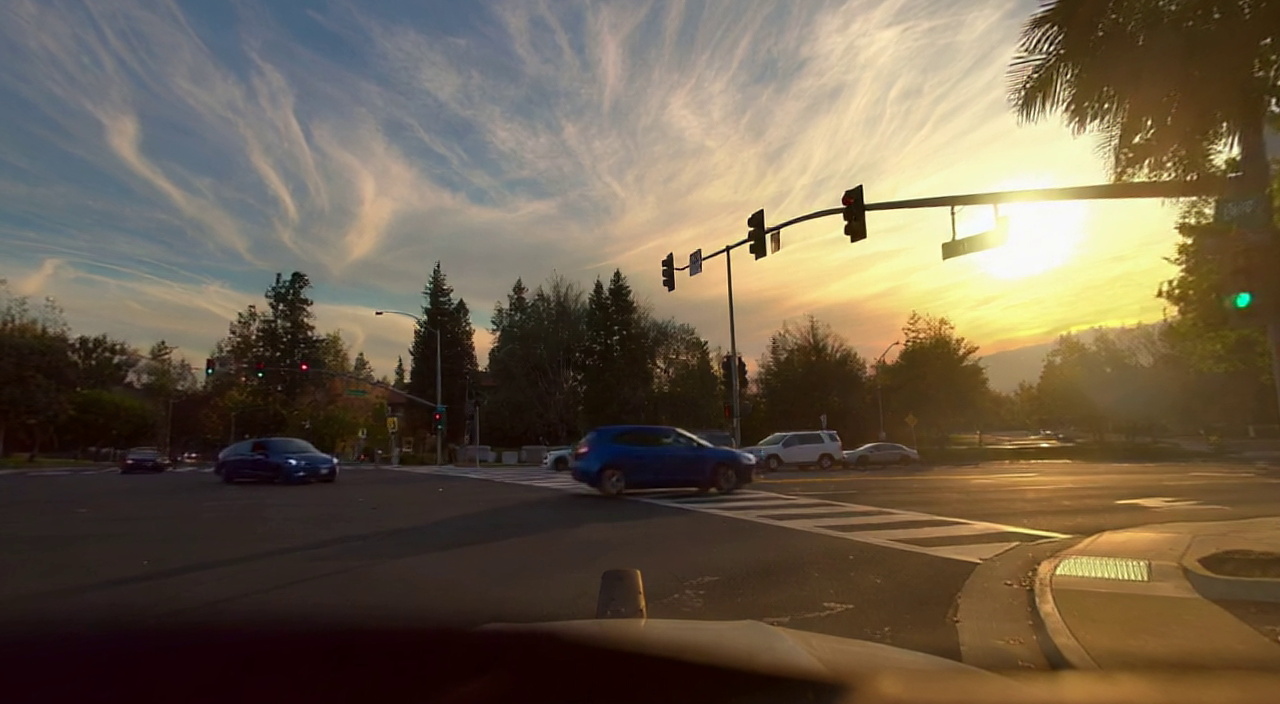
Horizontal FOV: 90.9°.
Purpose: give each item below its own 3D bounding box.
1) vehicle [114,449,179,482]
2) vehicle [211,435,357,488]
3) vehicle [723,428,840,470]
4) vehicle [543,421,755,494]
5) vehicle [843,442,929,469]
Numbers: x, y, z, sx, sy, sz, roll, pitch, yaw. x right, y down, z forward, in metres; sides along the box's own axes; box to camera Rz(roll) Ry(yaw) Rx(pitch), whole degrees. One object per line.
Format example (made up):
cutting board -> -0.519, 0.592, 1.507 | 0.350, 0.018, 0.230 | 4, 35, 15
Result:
vehicle -> -24.476, 5.544, 31.162 | 1.953, 1.462, 4.589 | 8, -11, -43
vehicle -> -11.402, 3.445, 20.098 | 4.826, 1.484, 2.000 | -6, -10, 33
vehicle -> 7.351, 5.051, 32.578 | 5.791, 1.964, 2.199 | 5, -10, -27
vehicle -> 0.207, 2.848, 17.156 | 5.332, 1.807, 2.450 | 0, -8, -2
vehicle -> 13.833, 5.795, 35.420 | 4.457, 1.429, 1.862 | 4, -9, -26
